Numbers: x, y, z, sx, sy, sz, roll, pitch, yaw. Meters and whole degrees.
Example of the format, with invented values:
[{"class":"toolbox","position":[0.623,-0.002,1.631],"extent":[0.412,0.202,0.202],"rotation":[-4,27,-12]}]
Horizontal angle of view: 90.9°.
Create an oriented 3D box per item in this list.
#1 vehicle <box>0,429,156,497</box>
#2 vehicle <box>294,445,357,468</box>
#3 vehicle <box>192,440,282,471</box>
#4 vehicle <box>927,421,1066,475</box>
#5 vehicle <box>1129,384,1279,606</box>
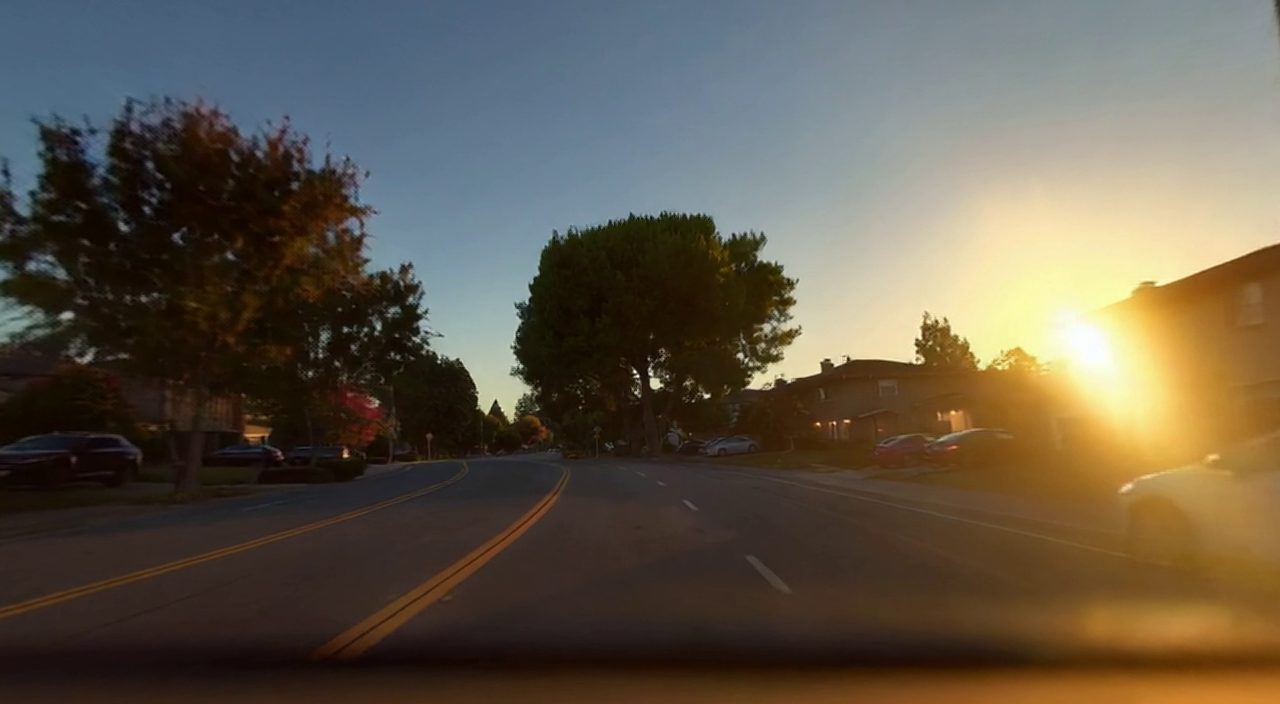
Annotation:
[{"class":"vehicle","position":[-18.580,3.559,20.618],"extent":[2.077,1.948,4.705],"rotation":[1,-9,-7]},{"class":"vehicle","position":[-24.192,8.051,48.634],"extent":[3.899,1.729,2.064],"rotation":[2,-9,-13]},{"class":"vehicle","position":[-24.661,6.333,38.700],"extent":[4.128,1.861,1.959],"rotation":[2,-9,-14]},{"class":"vehicle","position":[14.155,3.828,25.246],"extent":[4.350,2.047,1.841],"rotation":[0,-8,2]},{"class":"vehicle","position":[6.682,1.089,4.508],"extent":[2.315,1.869,4.678],"rotation":[1,-9,-5]}]
